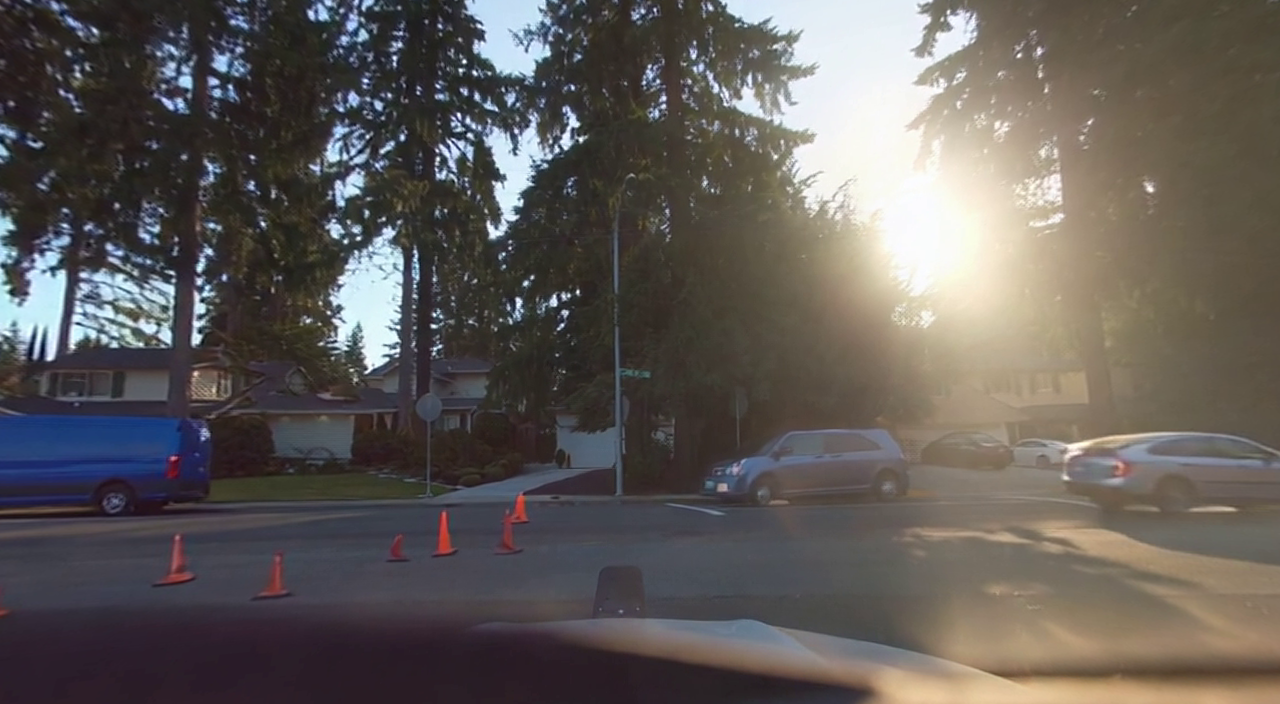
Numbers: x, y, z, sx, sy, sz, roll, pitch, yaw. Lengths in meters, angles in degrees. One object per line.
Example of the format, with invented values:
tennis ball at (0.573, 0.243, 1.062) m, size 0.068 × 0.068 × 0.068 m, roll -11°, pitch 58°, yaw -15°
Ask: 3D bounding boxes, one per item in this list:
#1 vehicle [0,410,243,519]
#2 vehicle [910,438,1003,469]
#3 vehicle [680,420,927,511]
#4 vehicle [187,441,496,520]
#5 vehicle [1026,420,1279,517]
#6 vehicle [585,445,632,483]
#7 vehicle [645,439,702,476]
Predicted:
vehicle at (-14.897, 2.878, 15.792) m, size 7.824 × 2.323 × 2.863 m, roll -1°, pitch -10°, yaw -5°
vehicle at (20.758, 6.653, 41.579) m, size 4.984 × 1.912 × 2.132 m, roll 1°, pitch -9°, yaw -7°
vehicle at (3.637, 2.565, 14.600) m, size 5.047 × 1.851 × 2.103 m, roll 1°, pitch -9°, yaw -10°
vehicle at (-7.331, 3.255, 16.533) m, size 6.643 × 1.777 × 2.925 m, roll 1°, pitch -9°, yaw -7°
vehicle at (10.101, 2.084, 11.635) m, size 4.684 × 1.556 × 2.087 m, roll 1°, pitch -9°, yaw -7°
vehicle at (-1.416, 4.711, 26.861) m, size 1.648 × 1.430 × 3.654 m, roll 4°, pitch -9°, yaw -7°
vehicle at (1.384, 4.557, 27.592) m, size 1.745 × 1.461 × 4.074 m, roll 1°, pitch -9°, yaw -8°
